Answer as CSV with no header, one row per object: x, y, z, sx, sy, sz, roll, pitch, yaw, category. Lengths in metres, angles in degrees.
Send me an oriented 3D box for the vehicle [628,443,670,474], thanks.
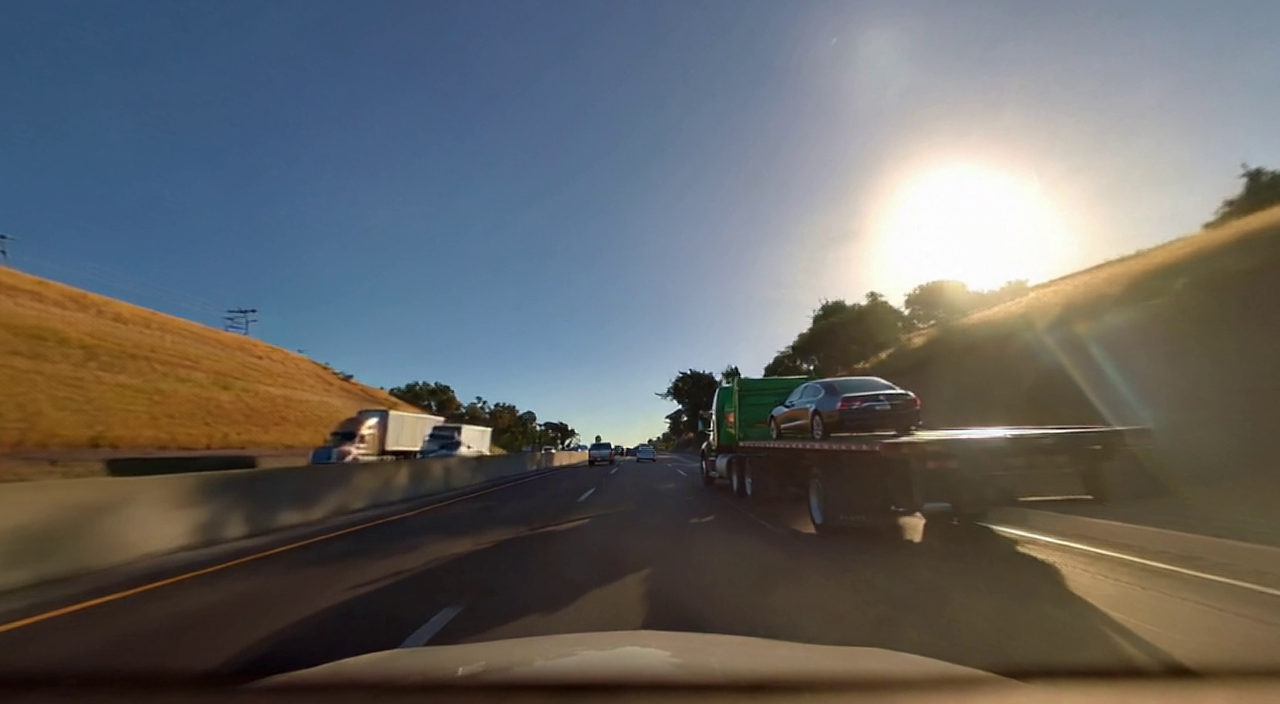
0.477,5.604,33.319,2.086,1.497,3.681,0,-9,1,vehicle

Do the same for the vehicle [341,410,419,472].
-18.248,6.360,44.750,2.906,4.042,5.850,0,-9,0,vehicle

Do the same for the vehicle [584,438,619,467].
-2.781,7.397,46.432,2.142,2.044,4.446,-1,-9,2,vehicle

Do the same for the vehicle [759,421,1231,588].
4.302,2.221,10.848,2.654,1.574,9.537,0,-9,0,vehicle

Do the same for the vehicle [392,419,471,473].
-13.845,6.376,42.535,2.877,3.333,6.800,0,-9,0,vehicle

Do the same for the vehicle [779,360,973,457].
4.203,1.218,12.097,1.968,1.547,4.215,0,-9,-2,vehicle

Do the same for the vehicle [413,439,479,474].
-10.451,5.691,34.365,2.030,1.776,4.514,0,-9,2,vehicle
